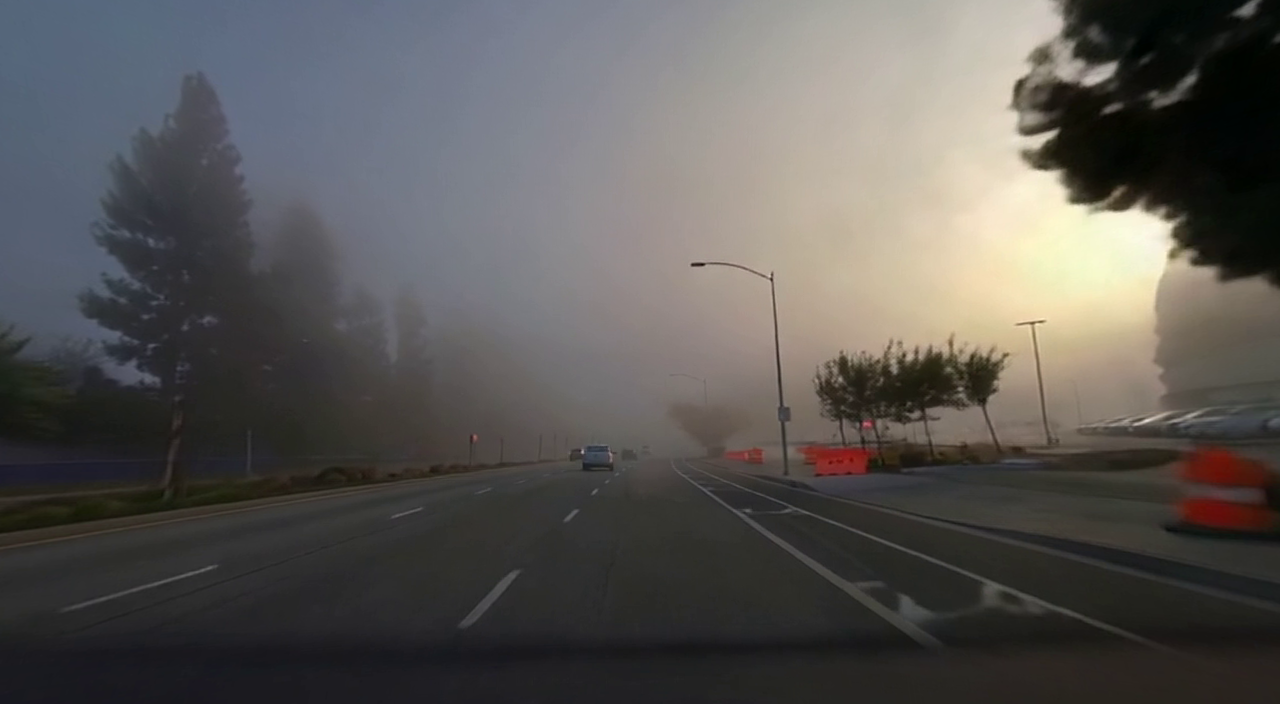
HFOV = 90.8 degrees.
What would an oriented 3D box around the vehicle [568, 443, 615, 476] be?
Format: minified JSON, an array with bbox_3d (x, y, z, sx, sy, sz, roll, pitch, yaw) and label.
[{"bbox_3d":[-2.573,5.788,34.237,2.121,1.654,3.993,0,-8,2],"label":"vehicle"}]
